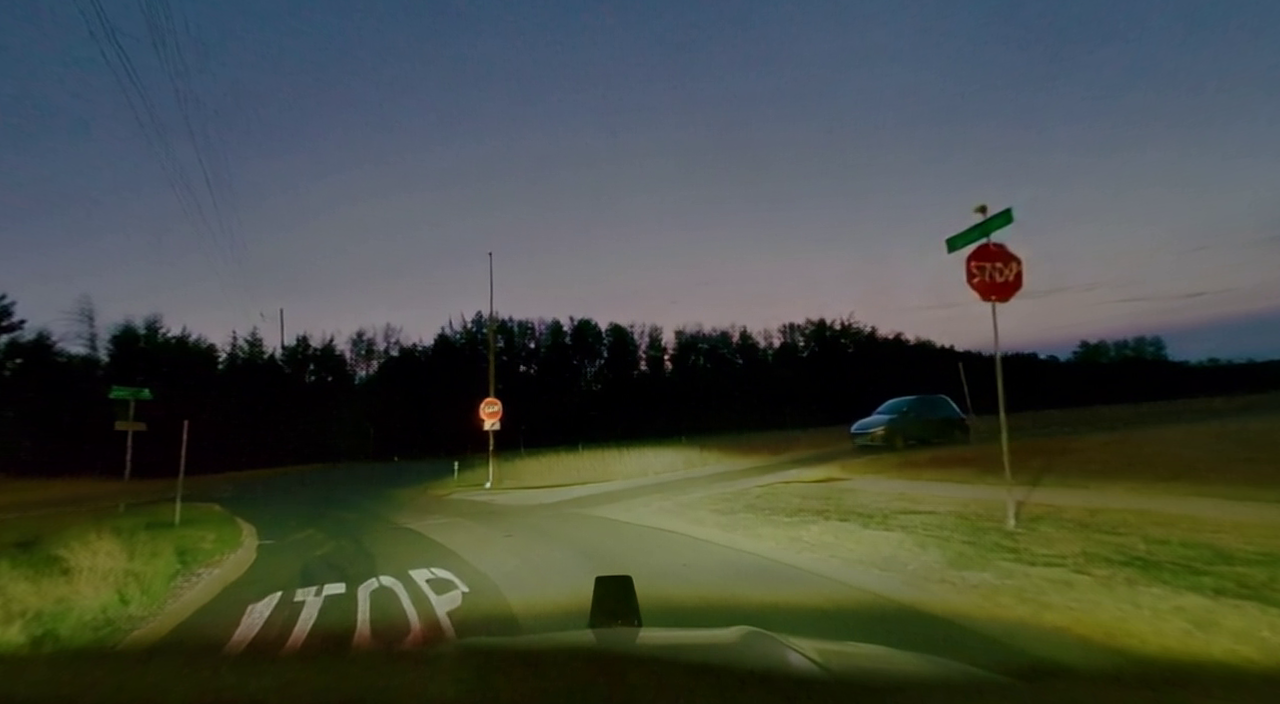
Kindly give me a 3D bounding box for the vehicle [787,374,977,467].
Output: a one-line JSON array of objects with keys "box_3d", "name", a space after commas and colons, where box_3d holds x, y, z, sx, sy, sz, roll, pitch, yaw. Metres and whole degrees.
[{"box_3d": [6.349, 1.756, 16.469, 4.403, 1.574, 1.914, -8, -4, -25], "name": "vehicle"}]
